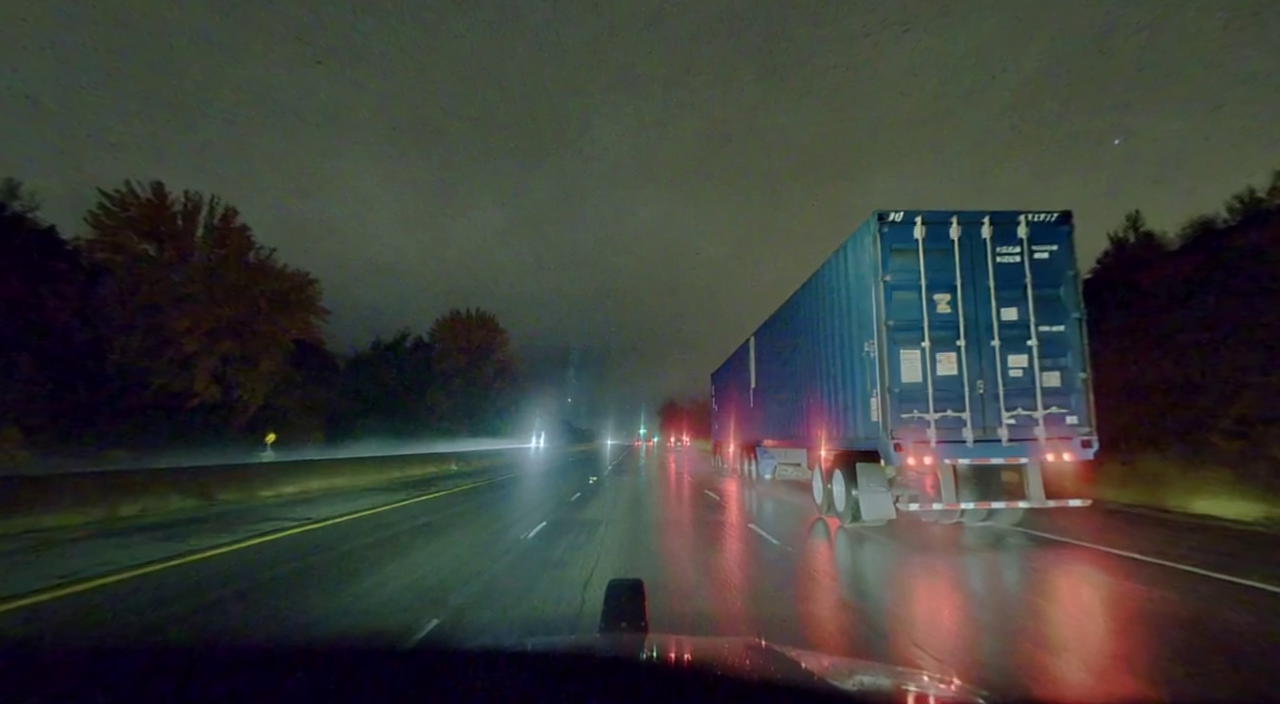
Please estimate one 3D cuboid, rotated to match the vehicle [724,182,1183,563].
[{"bbox_3d":[4.035,1.056,13.033,2.903,4.003,13.046,0,-8,1],"label":"vehicle"}]
